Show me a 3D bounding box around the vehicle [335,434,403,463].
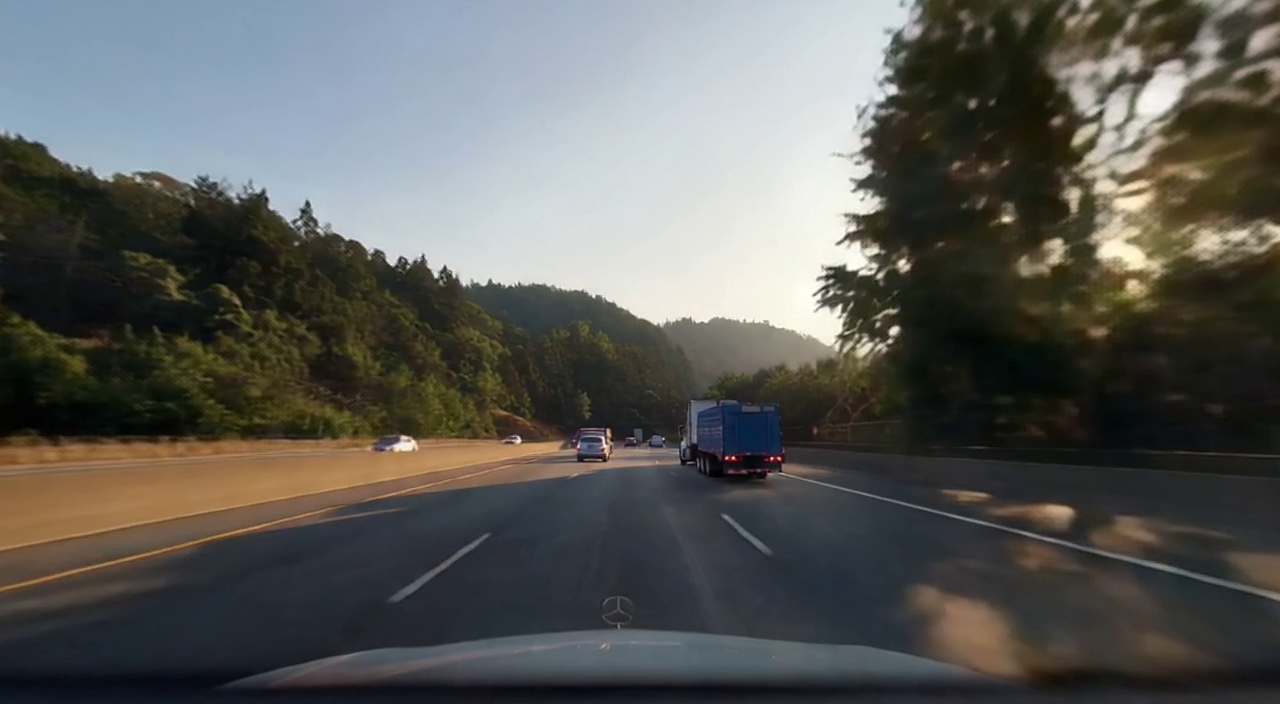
[{"bbox_3d":[-15.150,5.372,35.457,1.932,1.526,4.225,0,-8,0],"label":"vehicle"}]

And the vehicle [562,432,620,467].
[{"bbox_3d":[-2.220,4.562,29.763,2.195,1.529,4.572,0,-8,2],"label":"vehicle"}]

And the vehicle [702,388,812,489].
[{"bbox_3d":[3.191,2.481,18.165,2.256,2.568,4.049,0,-8,-1],"label":"vehicle"}]
